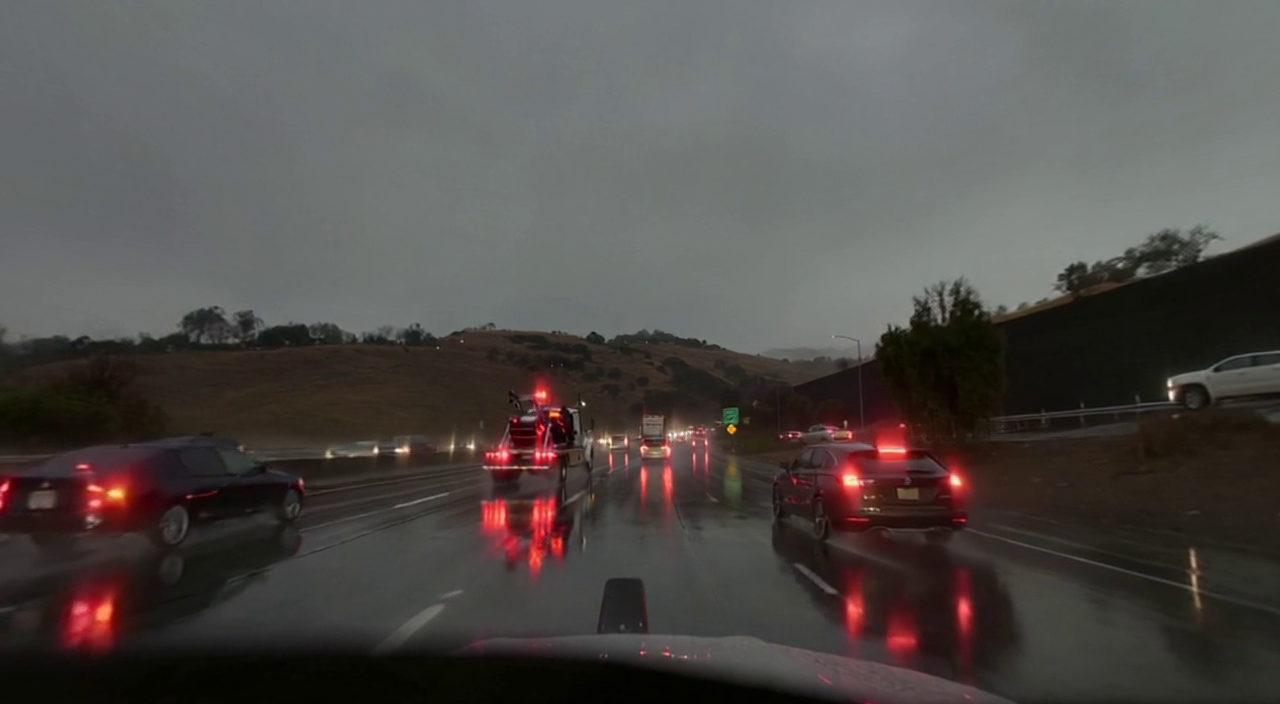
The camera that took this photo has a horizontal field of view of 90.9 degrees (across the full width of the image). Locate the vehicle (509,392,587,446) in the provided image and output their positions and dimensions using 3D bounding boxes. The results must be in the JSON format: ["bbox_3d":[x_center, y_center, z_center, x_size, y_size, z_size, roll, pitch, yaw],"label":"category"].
[{"bbox_3d":[-3.040,2.429,21.934,1.893,1.674,4.766,0,-8,1],"label":"vehicle"}]

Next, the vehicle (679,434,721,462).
[{"bbox_3d":[3.658,6.018,39.562,2.075,1.614,4.682,0,-8,-1],"label":"vehicle"}]

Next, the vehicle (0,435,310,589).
[{"bbox_3d":[-6.715,1.835,8.322,1.964,1.395,4.948,0,-8,1],"label":"vehicle"}]

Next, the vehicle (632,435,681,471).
[{"bbox_3d":[0.754,4.557,28.705,2.079,1.499,3.915,0,-8,1],"label":"vehicle"}]

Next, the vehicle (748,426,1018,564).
[{"bbox_3d":[3.040,1.881,9.106,2.040,1.481,4.260,0,-8,-3],"label":"vehicle"}]

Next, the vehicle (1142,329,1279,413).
[{"bbox_3d":[14.704,0.514,14.869,1.979,1.616,4.268,1,-8,-5],"label":"vehicle"}]

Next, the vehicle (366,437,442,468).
[{"bbox_3d":[-12.233,5.219,33.004,2.123,1.511,4.343,0,-8,3],"label":"vehicle"}]

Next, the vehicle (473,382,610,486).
[{"bbox_3d":[-3.041,3.086,23.159,3.162,2.955,10.282,0,-8,1],"label":"vehicle"}]
